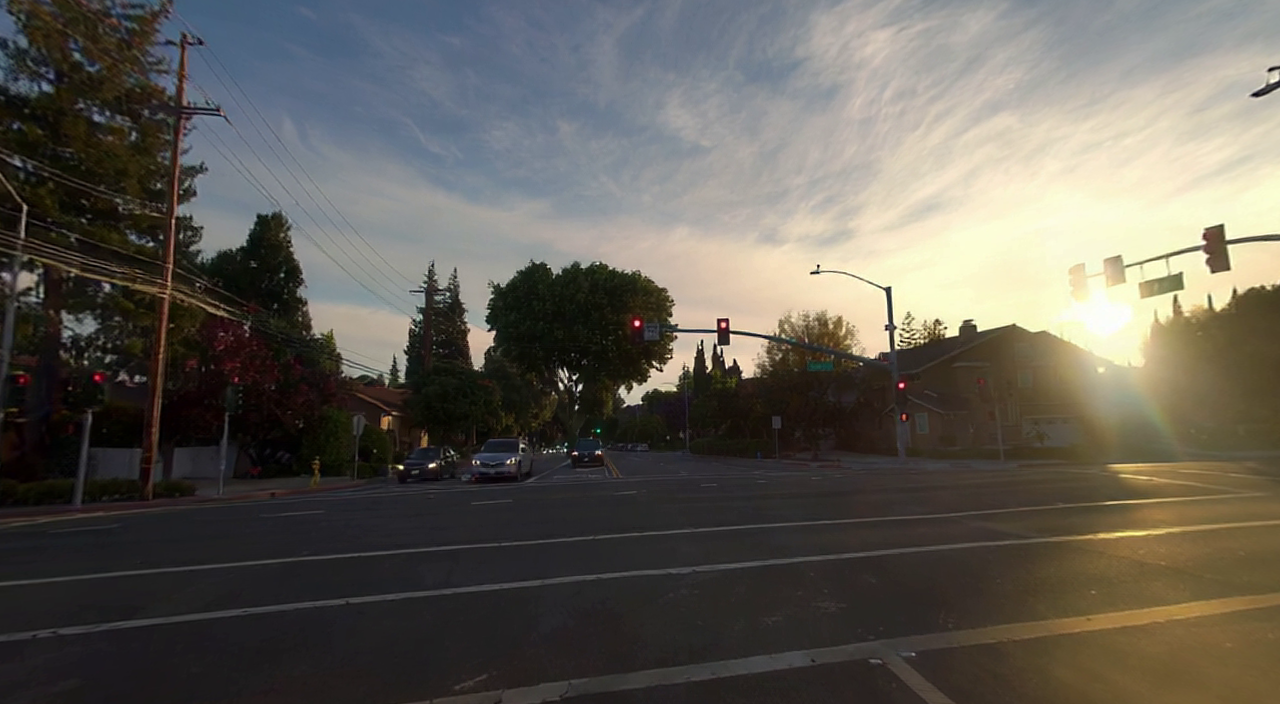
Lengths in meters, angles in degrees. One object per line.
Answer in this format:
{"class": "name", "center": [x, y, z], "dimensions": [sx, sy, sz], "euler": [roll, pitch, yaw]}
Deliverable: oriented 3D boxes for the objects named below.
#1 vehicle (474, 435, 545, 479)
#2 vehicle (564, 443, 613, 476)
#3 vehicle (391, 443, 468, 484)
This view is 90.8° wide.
{"class": "vehicle", "center": [-6.401, 5.233, 31.766], "dimensions": [2.479, 1.977, 5.254], "euler": [0, -9, -1]}
{"class": "vehicle", "center": [-2.415, 5.219, 30.932], "dimensions": [2.174, 1.477, 4.805], "euler": [0, -9, -2]}
{"class": "vehicle", "center": [-10.173, 5.393, 30.981], "dimensions": [2.241, 1.819, 4.690], "euler": [0, -9, -1]}
